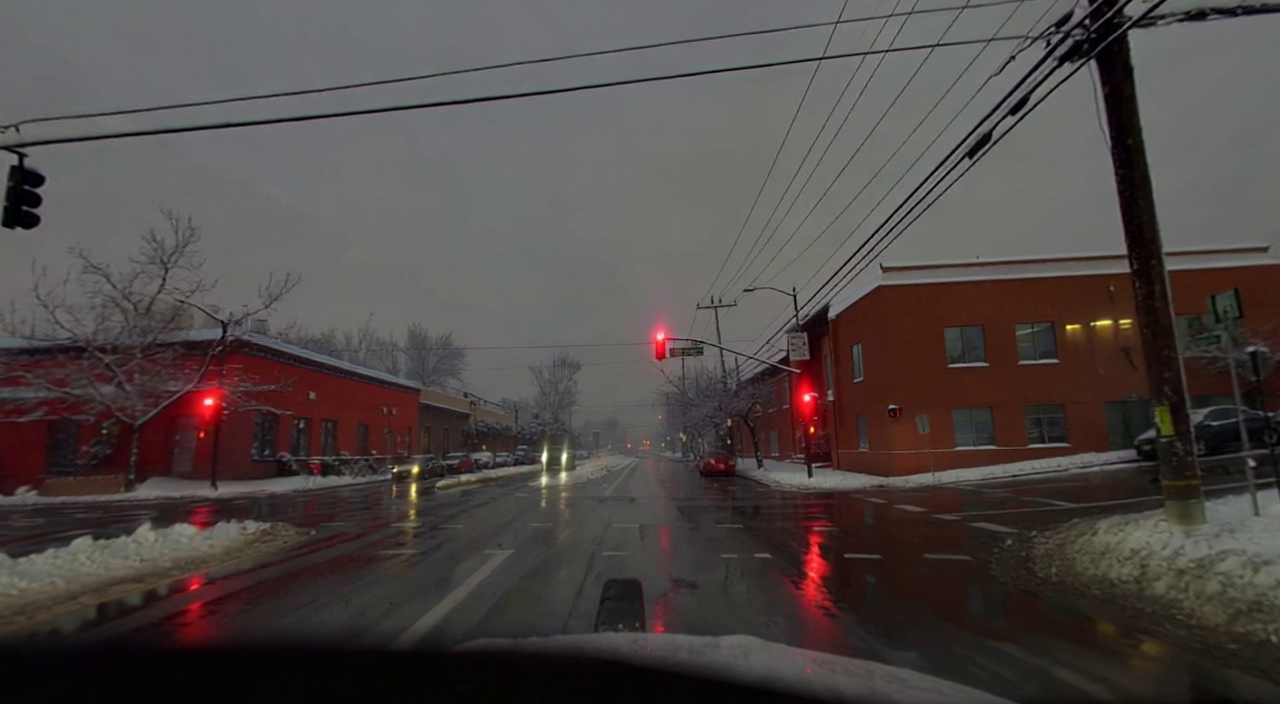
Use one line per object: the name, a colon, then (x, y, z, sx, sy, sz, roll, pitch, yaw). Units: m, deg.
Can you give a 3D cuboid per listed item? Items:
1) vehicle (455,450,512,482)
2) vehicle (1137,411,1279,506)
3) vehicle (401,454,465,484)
vehicle: (-8.704, 6.330, 35.301, 2.020, 1.672, 3.842, 0, -9, 3)
vehicle: (12.688, 2.141, 12.890, 3.234, 1.746, 1.941, -2, -10, 2)
vehicle: (-11.995, 6.774, 36.832, 1.943, 1.574, 4.727, 0, -9, 3)
